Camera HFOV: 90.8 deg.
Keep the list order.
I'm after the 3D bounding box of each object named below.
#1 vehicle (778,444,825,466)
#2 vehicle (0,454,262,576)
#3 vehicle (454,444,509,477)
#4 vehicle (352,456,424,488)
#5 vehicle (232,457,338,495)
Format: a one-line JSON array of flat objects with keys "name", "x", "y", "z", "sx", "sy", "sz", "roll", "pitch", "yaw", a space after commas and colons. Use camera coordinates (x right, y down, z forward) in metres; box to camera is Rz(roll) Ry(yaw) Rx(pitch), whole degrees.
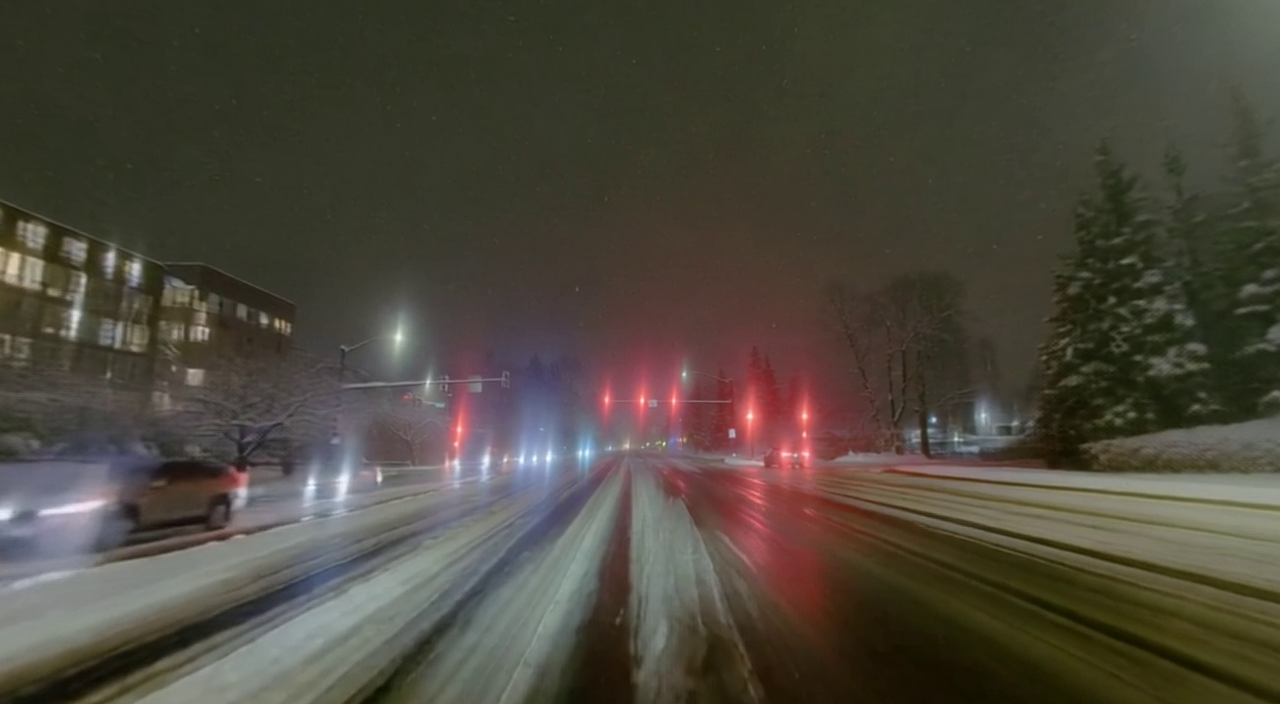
[{"name": "vehicle", "x": 11.469, "y": 7.363, "z": 45.164, "sx": 1.955, "sy": 1.455, "sz": 4.727, "roll": 0, "pitch": -9, "yaw": -2}, {"name": "vehicle", "x": -8.515, "y": 2.399, "z": 10.162, "sx": 2.140, "sy": 1.460, "sz": 4.449, "roll": 0, "pitch": -9, "yaw": -1}, {"name": "vehicle", "x": -8.939, "y": 6.161, "z": 36.095, "sx": 2.035, "sy": 1.711, "sz": 4.463, "roll": 0, "pitch": -9, "yaw": -1}, {"name": "vehicle", "x": -11.830, "y": 5.622, "z": 29.927, "sx": 1.880, "sy": 1.344, "sz": 3.782, "roll": 0, "pitch": -8, "yaw": -1}, {"name": "vehicle", "x": -15.451, "y": 5.390, "z": 27.845, "sx": 1.989, "sy": 1.460, "sz": 4.711, "roll": 0, "pitch": -9, "yaw": -1}]
